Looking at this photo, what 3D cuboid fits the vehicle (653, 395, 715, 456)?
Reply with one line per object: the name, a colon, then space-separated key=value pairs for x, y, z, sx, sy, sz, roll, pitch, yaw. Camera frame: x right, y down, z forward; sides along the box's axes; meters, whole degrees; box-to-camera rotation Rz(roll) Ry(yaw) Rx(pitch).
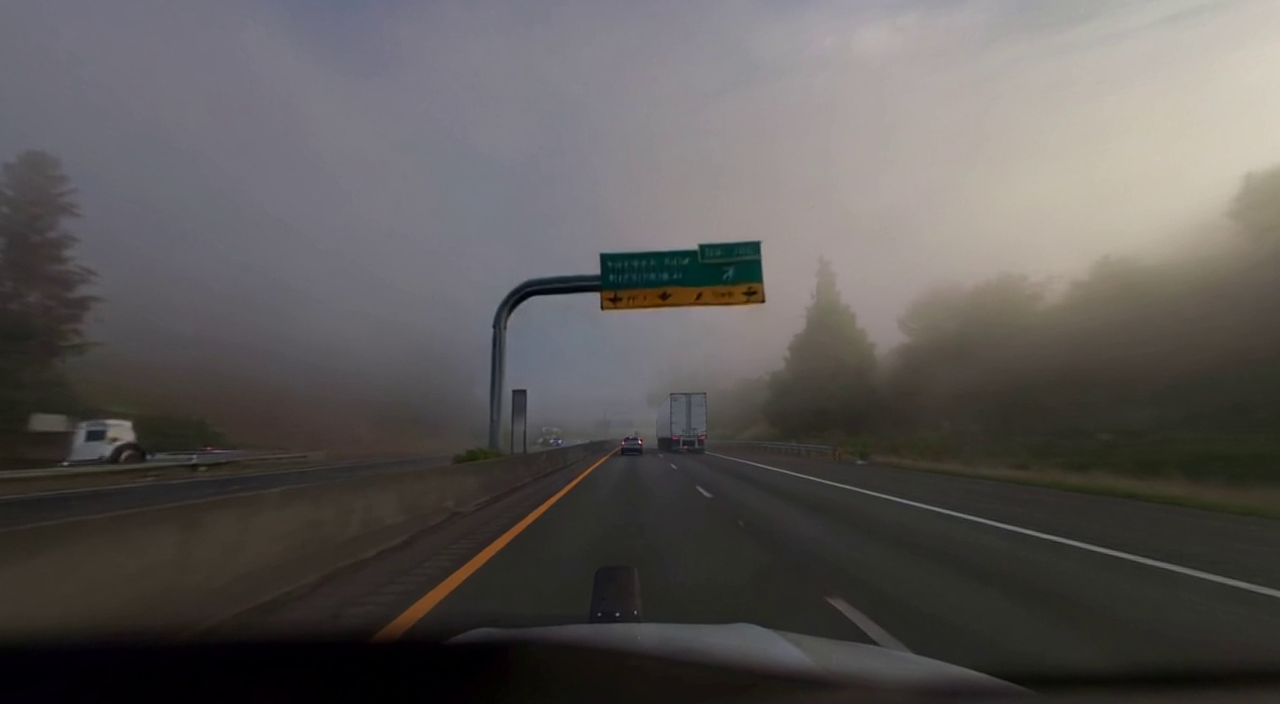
vehicle: x=3.087 y=5.918 z=49.848 sx=3.376 sy=4.017 sz=16.232 roll=0 pitch=-8 yaw=-1
